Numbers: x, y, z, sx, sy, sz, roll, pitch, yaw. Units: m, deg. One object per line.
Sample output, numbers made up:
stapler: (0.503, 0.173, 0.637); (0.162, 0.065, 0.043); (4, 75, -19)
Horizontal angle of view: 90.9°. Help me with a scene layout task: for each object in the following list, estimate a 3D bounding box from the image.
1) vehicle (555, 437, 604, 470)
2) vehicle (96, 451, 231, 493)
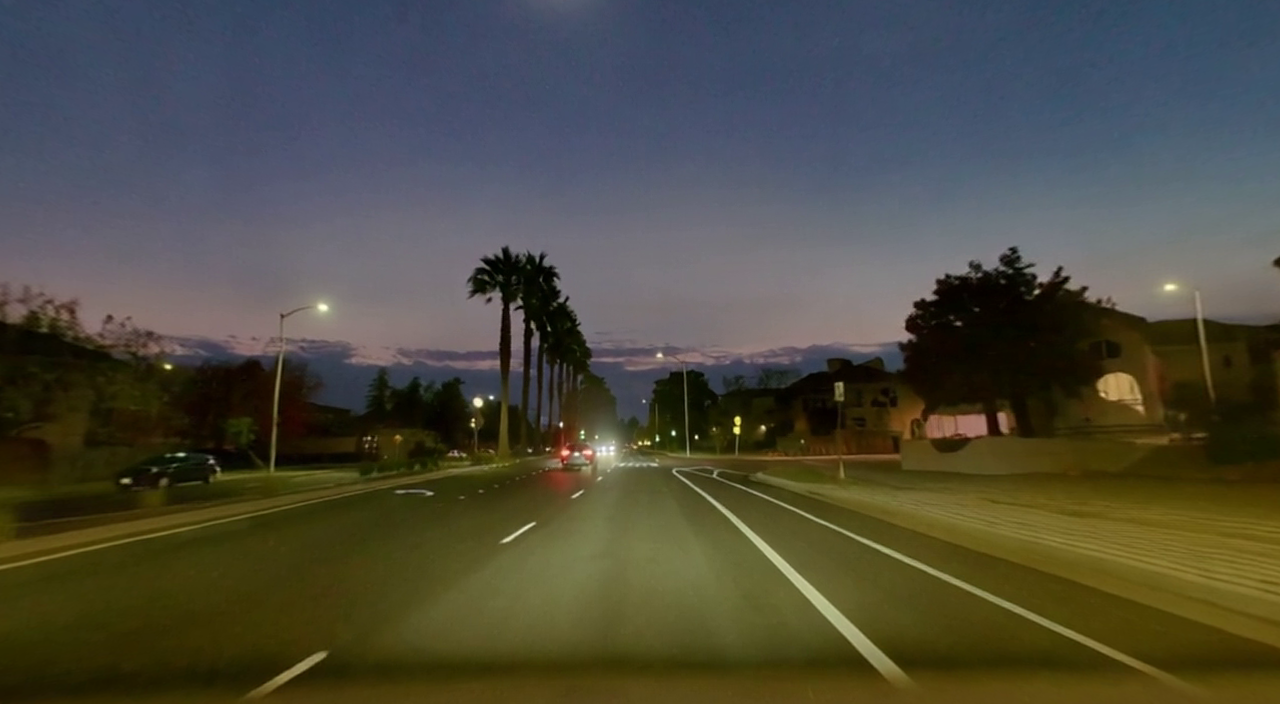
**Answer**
vehicle: (-2.995, 5.154, 32.201); (2.075, 1.498, 4.730); (-1, -8, -1)
vehicle: (-18.589, 4.667, 24.902); (1.980, 1.423, 4.465); (0, -8, -3)
